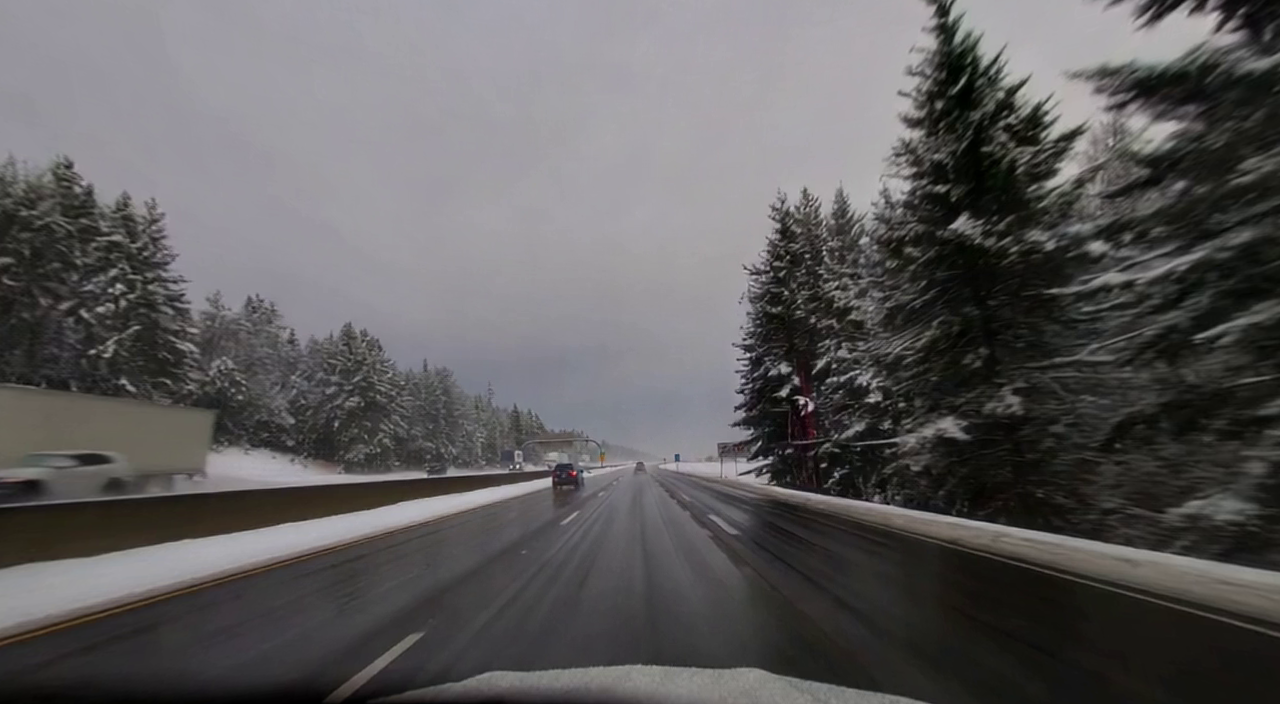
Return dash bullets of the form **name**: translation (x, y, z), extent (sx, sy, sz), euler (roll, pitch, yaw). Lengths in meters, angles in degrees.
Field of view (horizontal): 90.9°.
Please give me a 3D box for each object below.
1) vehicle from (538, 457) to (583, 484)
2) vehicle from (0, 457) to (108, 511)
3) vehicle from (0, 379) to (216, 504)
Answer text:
- **vehicle**: translation (-5.150, 7.768, 41.323), extent (2.175, 1.658, 4.582), euler (0, -10, 2)
- **vehicle**: translation (-18.849, 3.979, 19.251), extent (1.857, 1.503, 3.716), euler (1, -10, 0)
- **vehicle**: translation (-22.964, 3.637, 24.705), extent (2.862, 4.117, 14.145), euler (1, -10, 0)
